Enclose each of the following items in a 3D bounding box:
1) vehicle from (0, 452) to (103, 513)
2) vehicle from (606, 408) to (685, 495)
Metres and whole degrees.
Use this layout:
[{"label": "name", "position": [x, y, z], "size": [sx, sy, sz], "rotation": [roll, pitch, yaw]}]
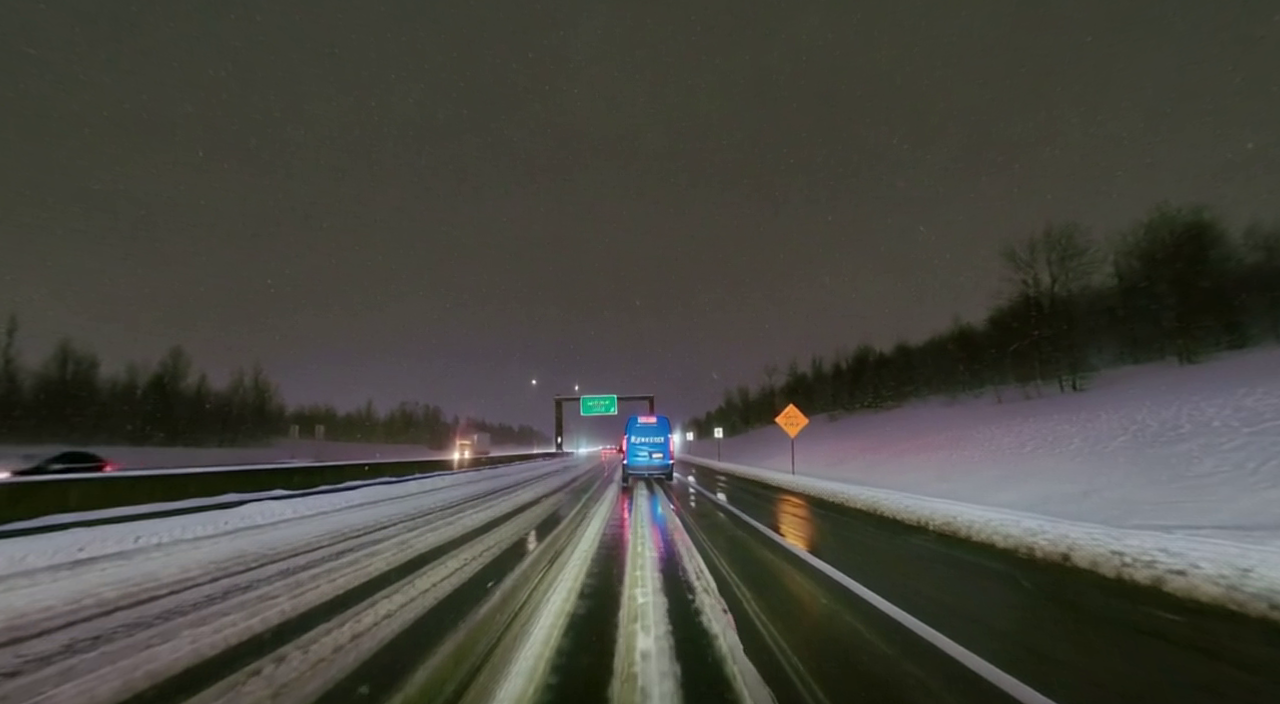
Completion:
[{"label": "vehicle", "position": [-15.759, 3.198, 15.640], "size": [1.685, 1.402, 3.585], "rotation": [0, -9, 0]}, {"label": "vehicle", "position": [0.073, 3.368, 21.498], "size": [2.332, 2.558, 5.314], "rotation": [0, -9, -2]}]
